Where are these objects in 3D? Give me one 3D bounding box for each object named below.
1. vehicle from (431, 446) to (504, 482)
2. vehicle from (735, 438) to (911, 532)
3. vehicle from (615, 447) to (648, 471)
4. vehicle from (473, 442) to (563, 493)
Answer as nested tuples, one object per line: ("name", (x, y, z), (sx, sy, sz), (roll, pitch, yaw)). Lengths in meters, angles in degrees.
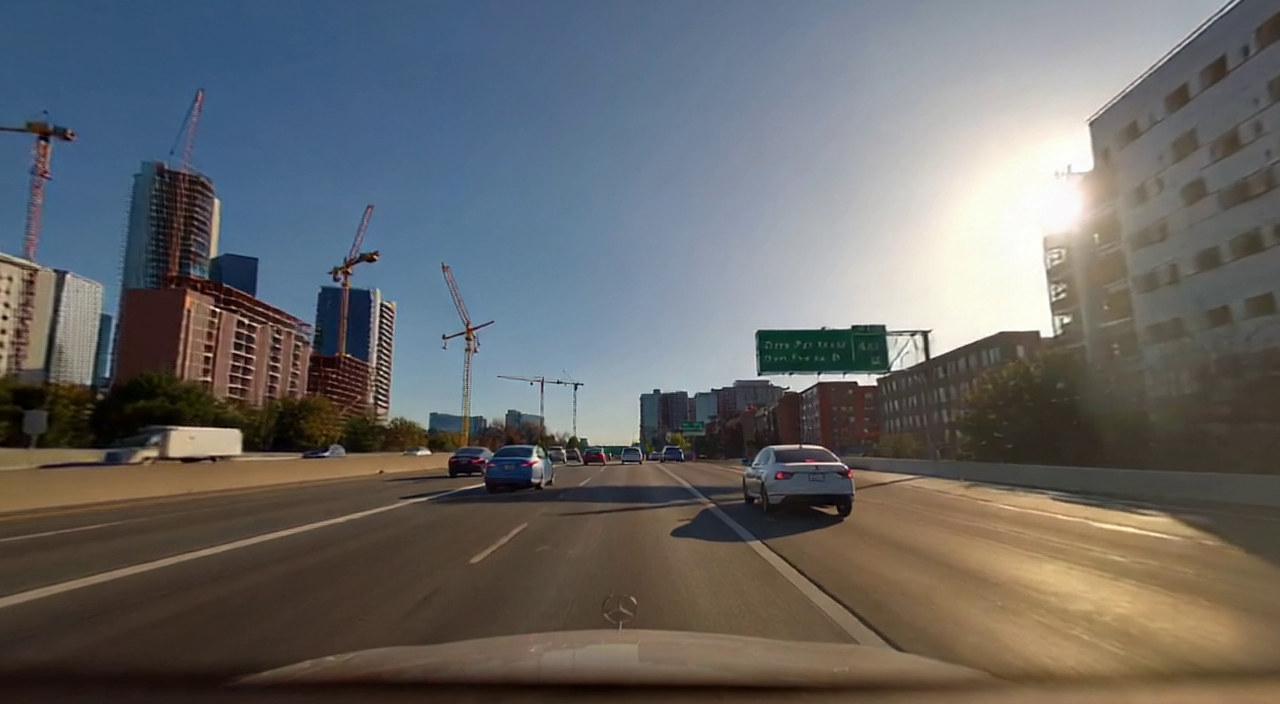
("vehicle", (-7.909, 5.157, 29.490), (2.043, 1.494, 4.824), (0, -9, 0))
("vehicle", (3.275, 2.465, 12.406), (1.995, 1.486, 4.463), (0, -9, -2))
("vehicle", (-0.550, 7.014, 41.504), (2.019, 1.472, 3.971), (0, -9, -1))
("vehicle", (-3.978, 3.841, 21.464), (2.136, 1.512, 4.488), (0, -9, 1))
